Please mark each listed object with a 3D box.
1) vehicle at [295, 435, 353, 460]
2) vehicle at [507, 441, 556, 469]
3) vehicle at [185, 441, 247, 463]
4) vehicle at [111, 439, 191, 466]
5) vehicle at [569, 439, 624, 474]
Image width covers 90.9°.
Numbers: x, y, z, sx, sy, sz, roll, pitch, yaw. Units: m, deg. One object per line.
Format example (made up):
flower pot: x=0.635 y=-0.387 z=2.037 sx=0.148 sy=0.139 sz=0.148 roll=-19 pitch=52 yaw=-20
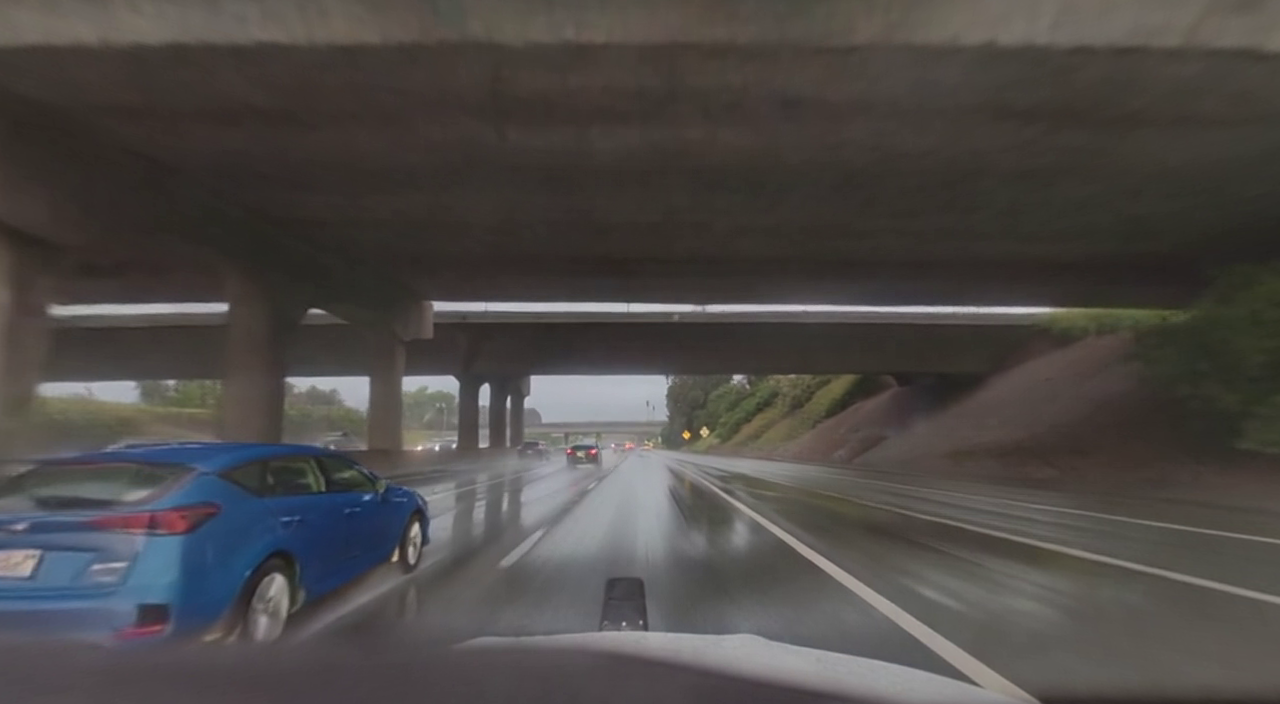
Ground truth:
vehicle: x=-23.954 y=7.265 z=48.028 sx=1.899 sy=1.729 sz=4.753 roll=0 pitch=-8 yaw=0
vehicle: x=-6.578 y=6.308 z=38.850 sx=2.069 sy=1.551 sz=4.830 roll=0 pitch=-8 yaw=1
vehicle: x=-28.047 y=6.610 z=41.823 sx=1.578 sy=1.429 sz=3.524 roll=-1 pitch=-8 yaw=2
vehicle: x=-31.842 y=6.561 z=41.219 sx=2.010 sy=1.619 sz=3.988 roll=0 pitch=-8 yaw=1
vehicle: x=-2.100 y=5.247 z=31.851 sx=2.210 sy=1.628 sz=4.586 roll=-1 pitch=-8 yaw=3
